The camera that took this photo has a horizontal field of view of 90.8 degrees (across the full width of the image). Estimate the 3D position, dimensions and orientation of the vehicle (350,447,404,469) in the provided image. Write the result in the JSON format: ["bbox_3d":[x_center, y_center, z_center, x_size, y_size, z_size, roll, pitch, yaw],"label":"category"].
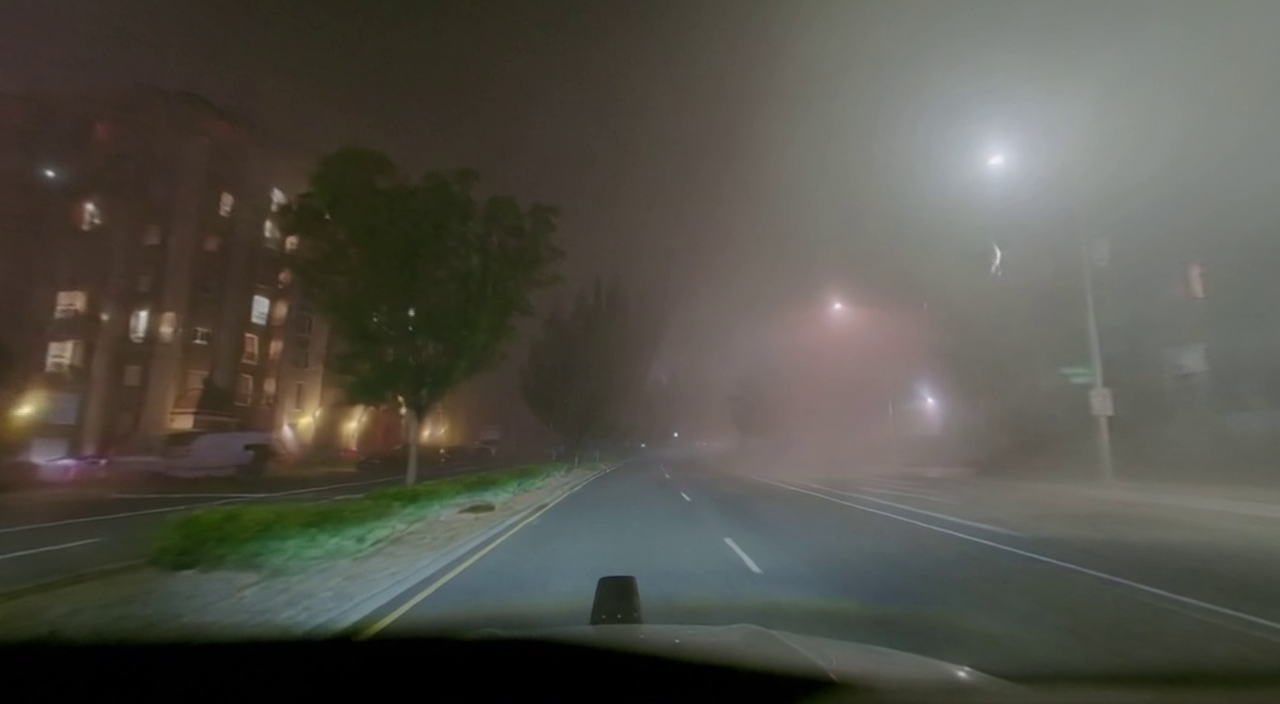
[{"bbox_3d":[-18.941,7.622,45.682,1.880,1.457,4.487,-3,-8,2],"label":"vehicle"}]

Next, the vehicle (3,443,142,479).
[{"bbox_3d":[-32.888,6.313,36.758,5.722,2.038,2.444,0,-8,1],"label":"vehicle"}]
